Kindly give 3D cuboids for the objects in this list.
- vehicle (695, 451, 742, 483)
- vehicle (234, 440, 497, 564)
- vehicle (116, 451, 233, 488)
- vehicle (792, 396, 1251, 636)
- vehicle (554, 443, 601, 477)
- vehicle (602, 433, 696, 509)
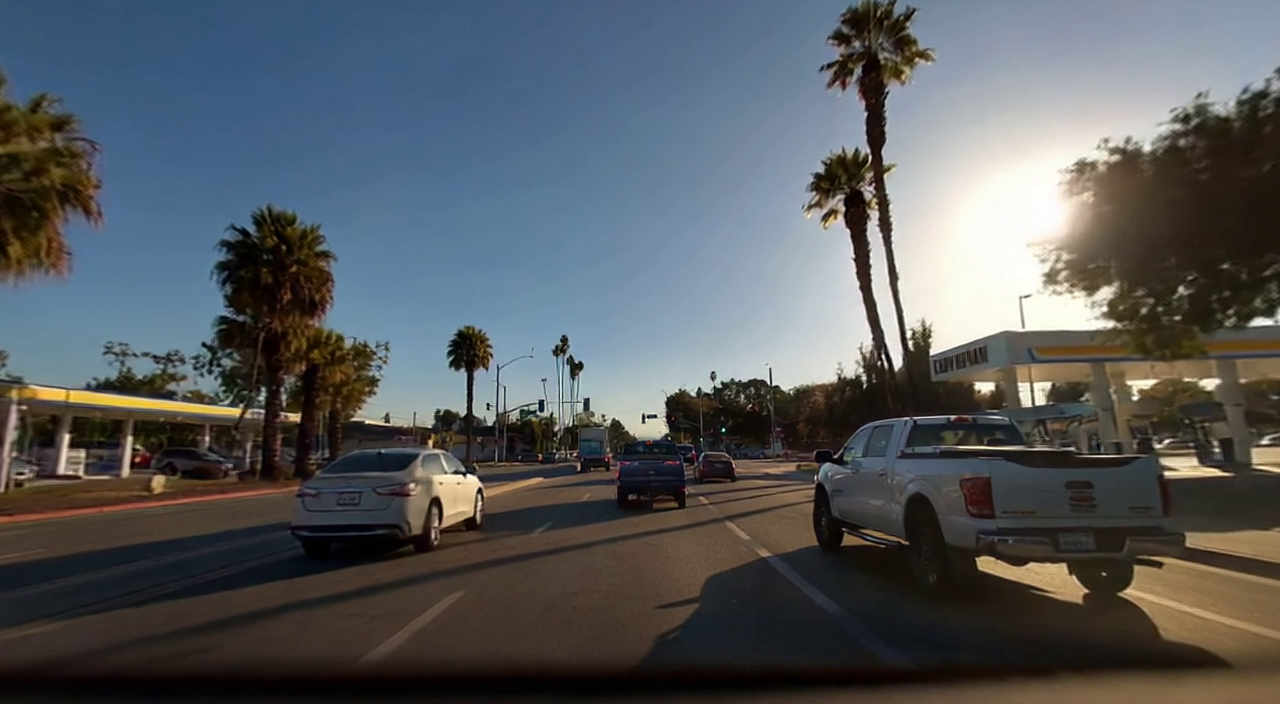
[{"bbox_3d":[3.833,5.668,31.191,1.901,1.401,3.965,0,-8,1],"label":"vehicle"},{"bbox_3d":[-3.927,2.203,10.140,1.983,1.502,4.720,0,-8,2],"label":"vehicle"},{"bbox_3d":[-29.239,7.356,39.832,2.543,2.092,6.613,0,-8,-2],"label":"vehicle"},{"bbox_3d":[3.601,1.664,7.654,2.120,1.828,5.531,0,-8,0],"label":"vehicle"},{"bbox_3d":[-3.491,6.144,35.955,2.071,1.811,4.605,0,-8,2],"label":"vehicle"},{"bbox_3d":[0.255,3.298,18.050,2.295,1.835,5.471,0,-8,1],"label":"vehicle"}]
